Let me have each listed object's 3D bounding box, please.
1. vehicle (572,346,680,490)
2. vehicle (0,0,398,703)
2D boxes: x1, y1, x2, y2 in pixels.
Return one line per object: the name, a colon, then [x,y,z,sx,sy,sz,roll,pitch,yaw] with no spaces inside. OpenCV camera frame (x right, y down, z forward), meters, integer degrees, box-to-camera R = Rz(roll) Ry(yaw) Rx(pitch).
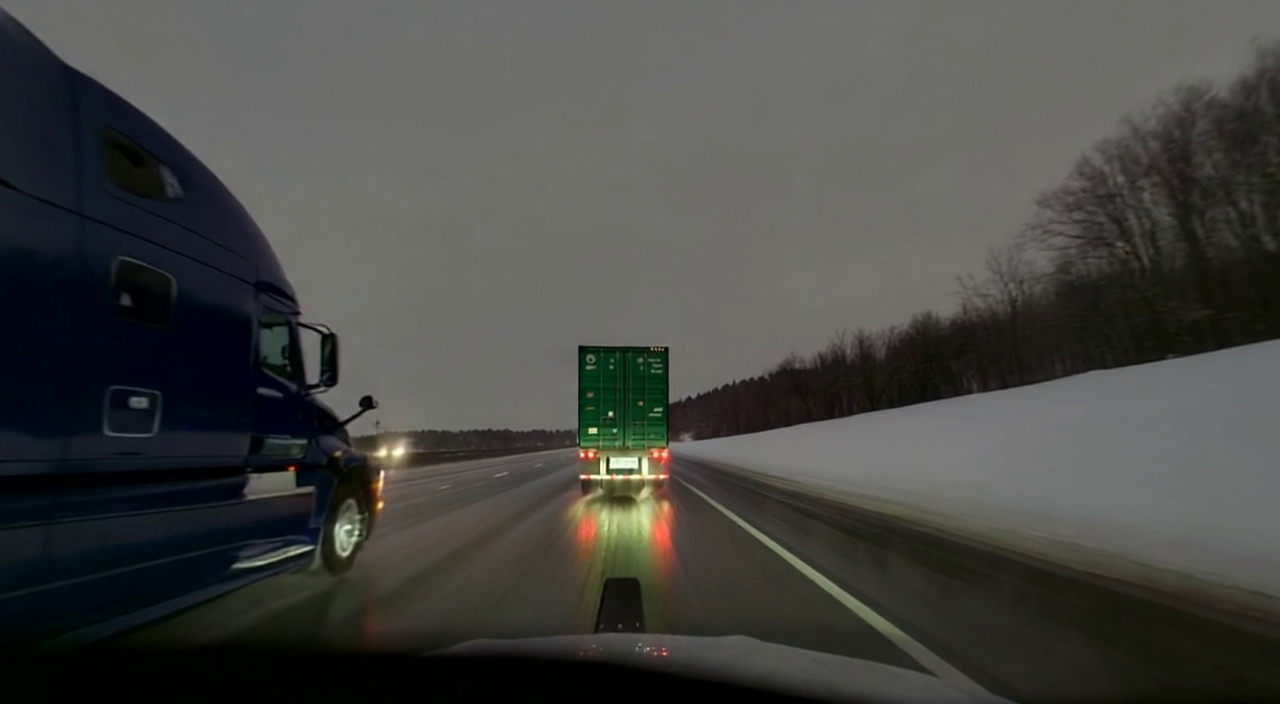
vehicle: [-0.389,2.647,23.093,2.942,4.003,11.297,0,-9,0]
vehicle: [-4.064,0.002,3.011,3.418,3.652,5.690,0,-9,0]
